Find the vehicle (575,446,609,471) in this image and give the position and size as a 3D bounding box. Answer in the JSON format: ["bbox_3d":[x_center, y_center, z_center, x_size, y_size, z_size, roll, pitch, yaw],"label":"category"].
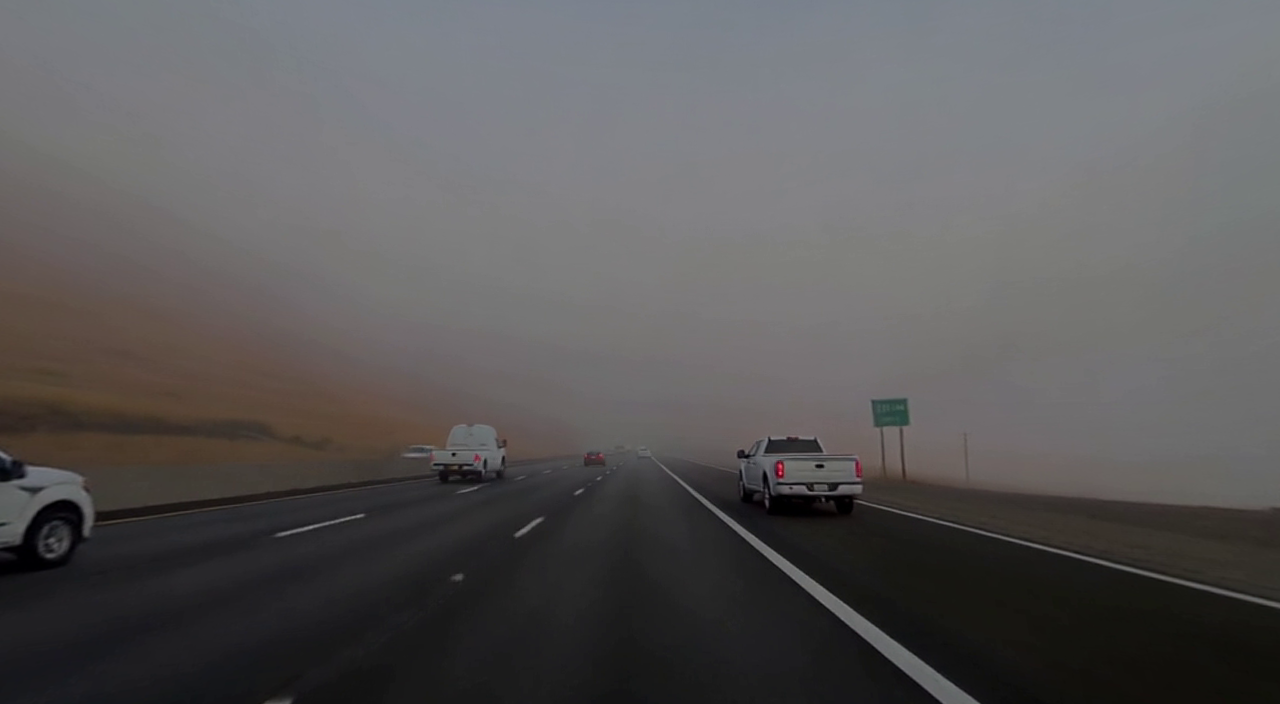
[{"bbox_3d":[-3.236,7.252,43.194,2.009,1.593,4.378,0,-9,0],"label":"vehicle"}]

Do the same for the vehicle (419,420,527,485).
[{"bbox_3d":[-7.111,4.443,27.992,2.937,2.509,7.090,0,-9,-1],"label":"vehicle"}]

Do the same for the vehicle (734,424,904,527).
[{"bbox_3d":[3.492,2.531,13.457,2.231,1.789,4.700,0,-9,0],"label":"vehicle"}]

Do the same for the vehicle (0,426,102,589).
[{"bbox_3d":[-7.124,1.279,4.676,1.935,1.550,4.883,0,-9,0],"label":"vehicle"}]
